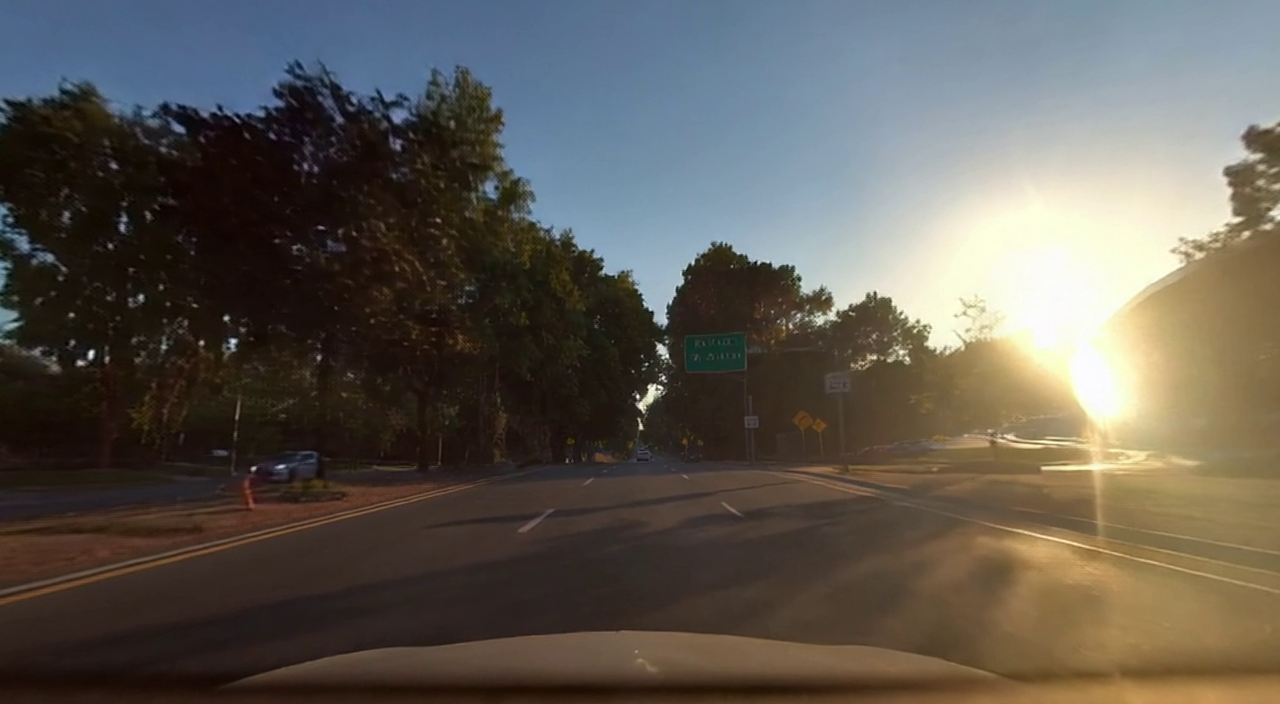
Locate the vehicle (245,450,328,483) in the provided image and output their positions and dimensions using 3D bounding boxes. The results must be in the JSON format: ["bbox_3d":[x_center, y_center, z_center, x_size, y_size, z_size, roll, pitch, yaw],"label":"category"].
[{"bbox_3d":[-19.121,6.175,34.400,1.875,1.588,4.490,0,-8,1],"label":"vehicle"}]
